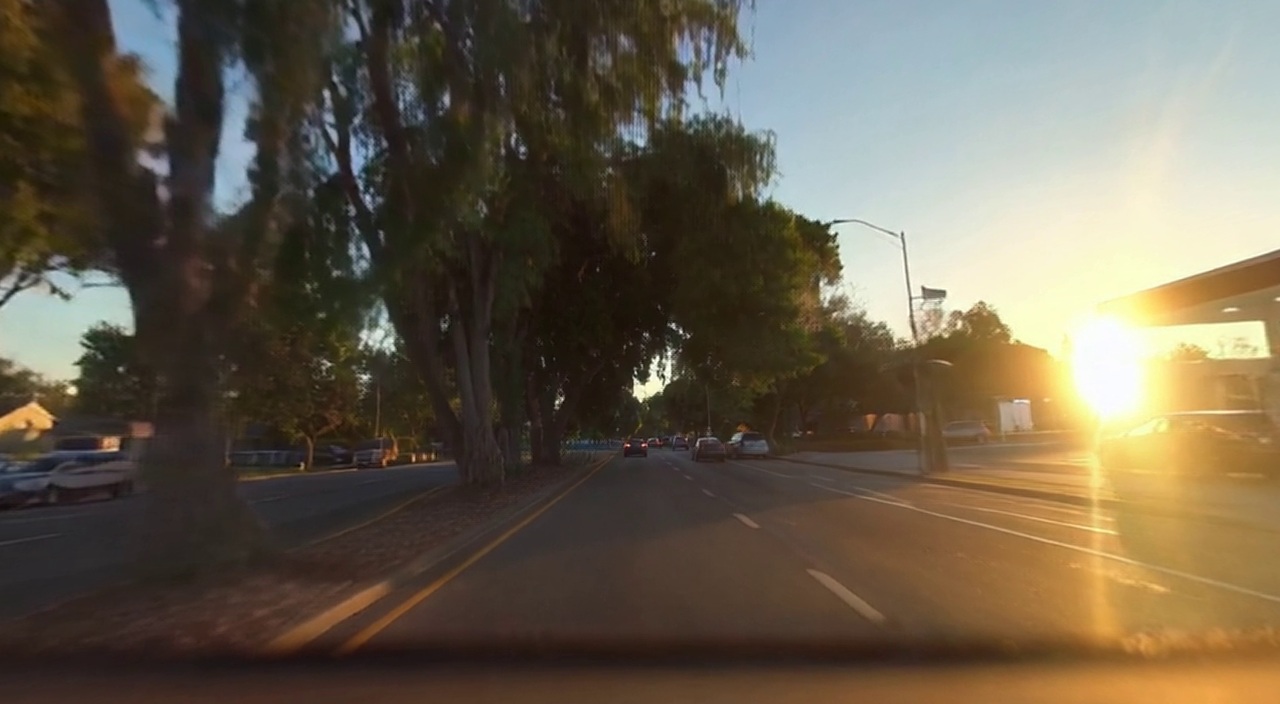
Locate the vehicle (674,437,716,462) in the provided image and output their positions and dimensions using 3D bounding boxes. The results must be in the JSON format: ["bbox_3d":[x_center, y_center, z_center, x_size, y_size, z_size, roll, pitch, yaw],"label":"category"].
[{"bbox_3d":[3.368,6.072,39.488,2.124,1.476,4.730,0,-8,-1],"label":"vehicle"}]

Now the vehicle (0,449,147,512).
[{"bbox_3d":[-18.748,4.024,20.343,2.004,1.758,4.594,0,-8,0],"label":"vehicle"}]

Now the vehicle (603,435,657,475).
[{"bbox_3d":[-0.365,4.195,25.905,2.052,1.488,3.779,0,-8,0],"label":"vehicle"}]

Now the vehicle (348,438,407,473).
[{"bbox_3d":[-18.925,7.399,45.816,2.222,2.141,5.390,-1,-6,-2],"label":"vehicle"}]

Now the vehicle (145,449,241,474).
[{"bbox_3d":[-27.478,6.721,38.920,4.413,1.451,1.882,0,-9,0],"label":"vehicle"}]

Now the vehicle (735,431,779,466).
[{"bbox_3d":[6.252,5.218,34.291,2.117,1.757,4.969,-1,-9,8],"label":"vehicle"}]

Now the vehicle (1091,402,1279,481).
[{"bbox_3d":[15.382,2.468,17.365,2.368,1.868,4.724,0,-8,-1],"label":"vehicle"}]
